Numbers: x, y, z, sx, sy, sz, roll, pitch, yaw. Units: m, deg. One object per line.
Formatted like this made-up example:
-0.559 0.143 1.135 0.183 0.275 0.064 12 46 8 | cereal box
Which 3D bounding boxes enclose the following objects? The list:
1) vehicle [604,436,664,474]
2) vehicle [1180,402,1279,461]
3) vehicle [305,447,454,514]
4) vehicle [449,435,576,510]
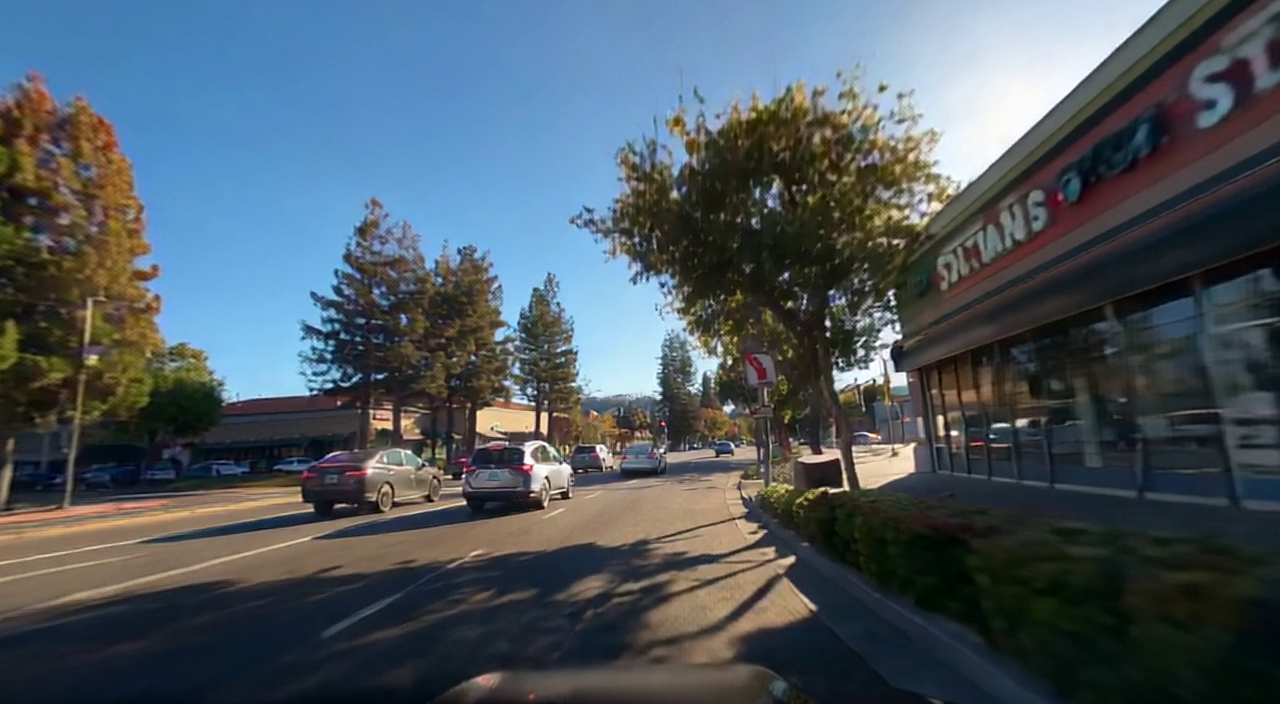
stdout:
-0.217 5.415 33.342 2.167 1.832 4.679 -2 -9 13 | vehicle
20.875 2.782 21.753 4.982 1.789 2.303 6 -11 -38 | vehicle
-6.818 3.366 17.084 1.974 1.558 3.949 -1 -9 7 | vehicle
-3.122 3.058 16.473 2.002 1.664 4.113 -1 -9 7 | vehicle
